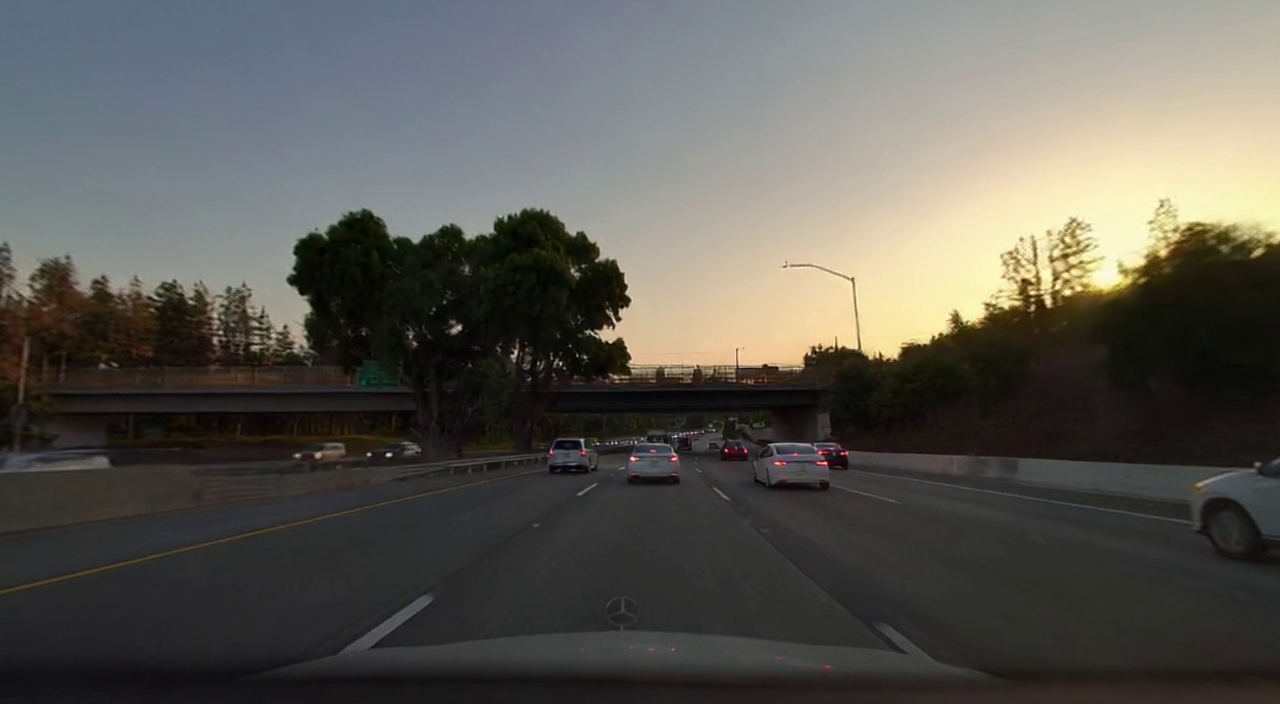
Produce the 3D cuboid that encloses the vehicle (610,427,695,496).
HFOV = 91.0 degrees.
[{"bbox_3d":[0.389,3.112,18.195,2.181,1.728,3.970,0,-9,2],"label":"vehicle"}]

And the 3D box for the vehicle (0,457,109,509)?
[{"bbox_3d":[-20.733,4.253,20.672,2.130,1.523,4.922,0,-9,3],"label":"vehicle"}]

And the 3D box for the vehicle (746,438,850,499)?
[{"bbox_3d":[4.364,3.276,18.136,1.999,1.514,4.338,0,-9,2],"label":"vehicle"}]

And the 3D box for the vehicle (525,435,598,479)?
[{"bbox_3d":[-3.092,4.294,25.923,2.128,1.627,4.697,0,-9,3],"label":"vehicle"}]

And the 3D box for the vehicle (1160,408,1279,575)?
[{"bbox_3d":[7.394,1.247,5.267,2.028,1.657,4.823,0,-9,2],"label":"vehicle"}]

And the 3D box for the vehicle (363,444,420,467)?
[{"bbox_3d":[-19.133,7.980,48.784,2.079,1.684,4.734,0,-9,6],"label":"vehicle"}]
